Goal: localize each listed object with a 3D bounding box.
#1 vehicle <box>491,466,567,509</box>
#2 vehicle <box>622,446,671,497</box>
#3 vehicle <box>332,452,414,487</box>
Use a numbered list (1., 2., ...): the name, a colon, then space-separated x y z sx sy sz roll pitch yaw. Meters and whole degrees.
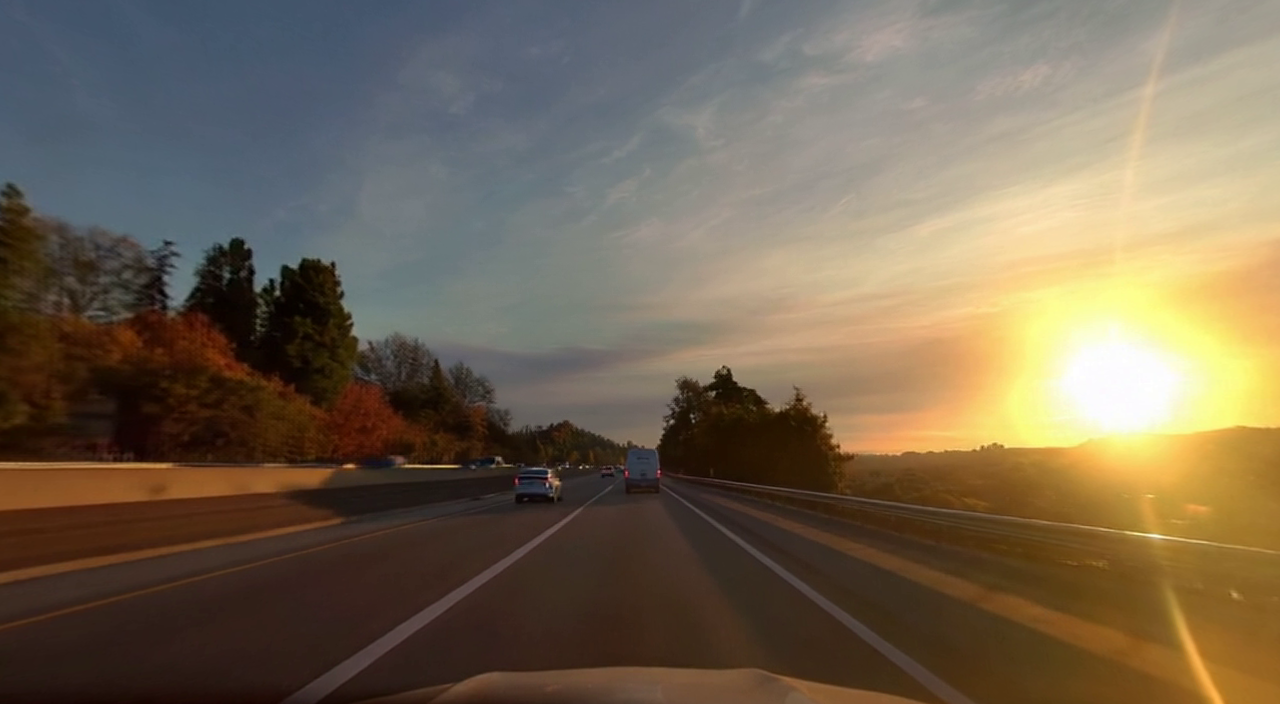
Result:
1. vehicle: -4.279 5.327 25.094 2.128 1.491 4.508 1 -11 1
2. vehicle: 0.286 6.636 35.061 2.482 2.549 5.447 1 -11 -1
3. vehicle: -12.748 5.671 30.456 1.977 1.491 4.522 1 -11 0
